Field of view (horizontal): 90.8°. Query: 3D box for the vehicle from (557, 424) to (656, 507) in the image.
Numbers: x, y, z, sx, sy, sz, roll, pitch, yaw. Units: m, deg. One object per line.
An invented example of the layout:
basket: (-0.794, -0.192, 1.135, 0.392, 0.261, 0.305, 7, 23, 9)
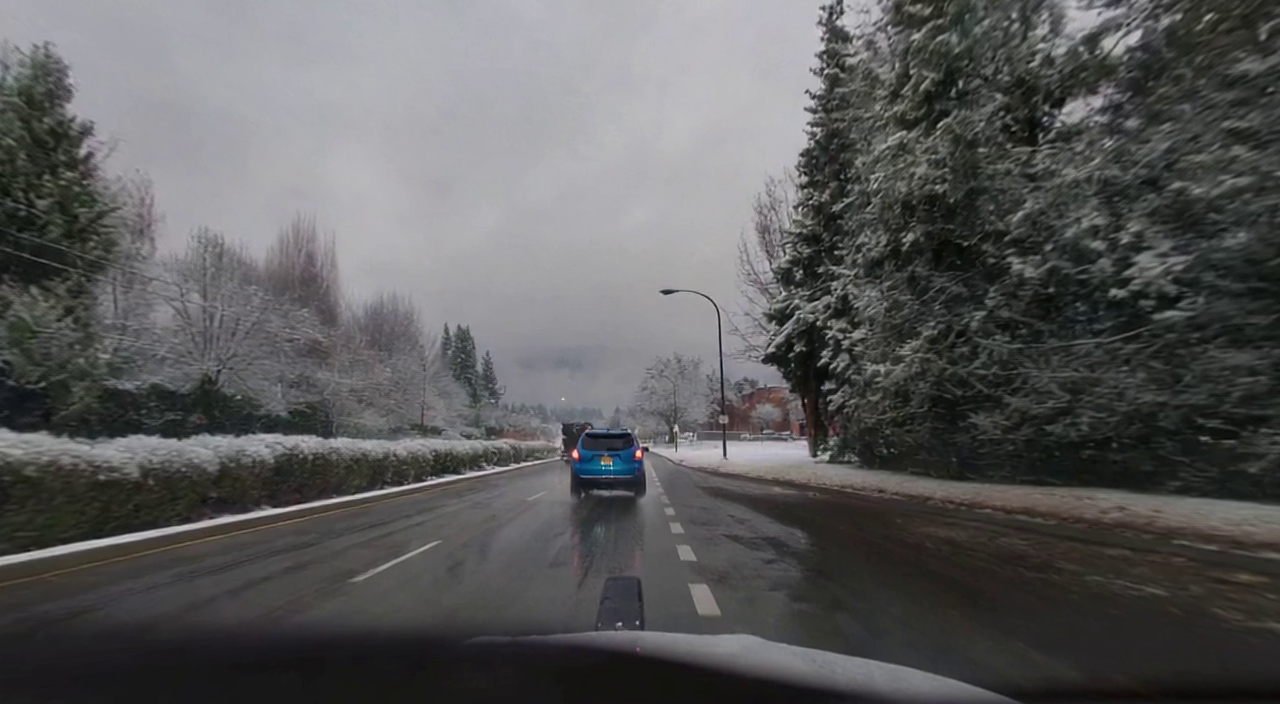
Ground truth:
vehicle: (-0.729, 2.766, 15.824, 2.131, 1.761, 4.242, 0, -8, 0)
